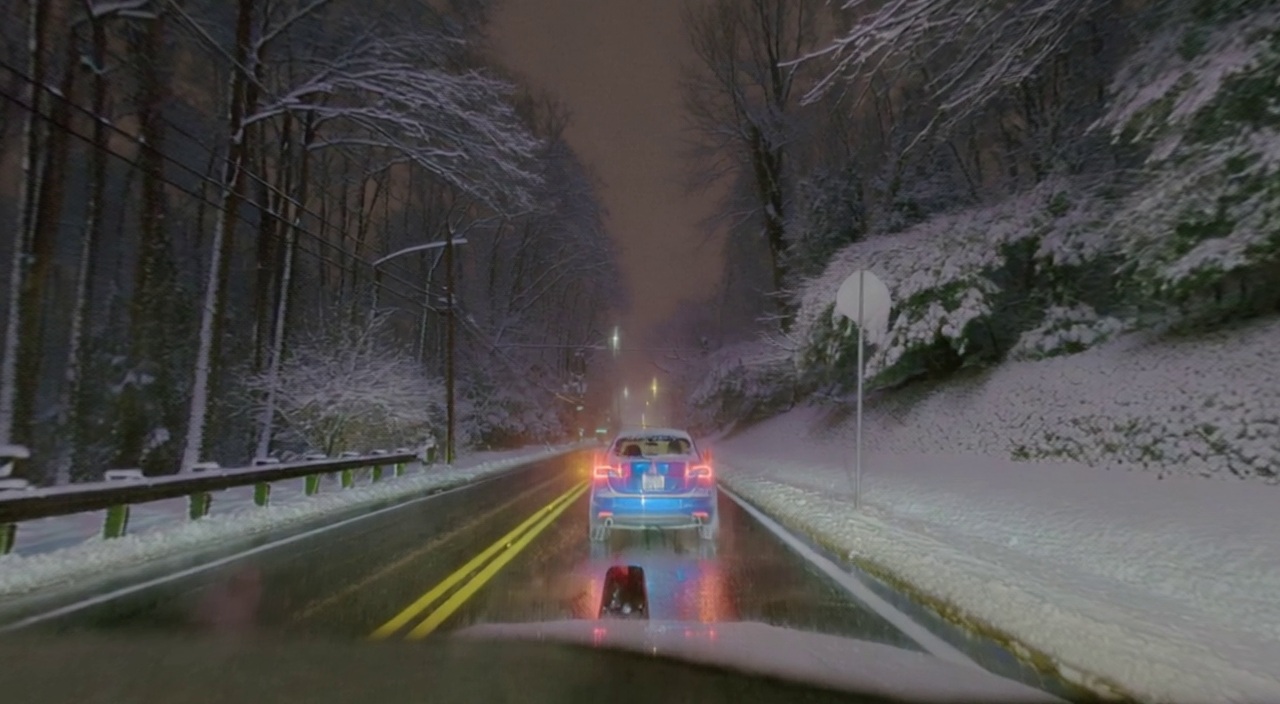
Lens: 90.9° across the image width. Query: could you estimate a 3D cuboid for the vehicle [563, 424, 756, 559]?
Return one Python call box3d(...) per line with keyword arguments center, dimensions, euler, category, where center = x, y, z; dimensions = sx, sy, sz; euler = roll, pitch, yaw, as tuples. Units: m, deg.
box3d(center=(0.249, 1.873, 9.121), dimensions=(2.187, 1.533, 3.726), euler=(0, -8, 1), category="vehicle")
